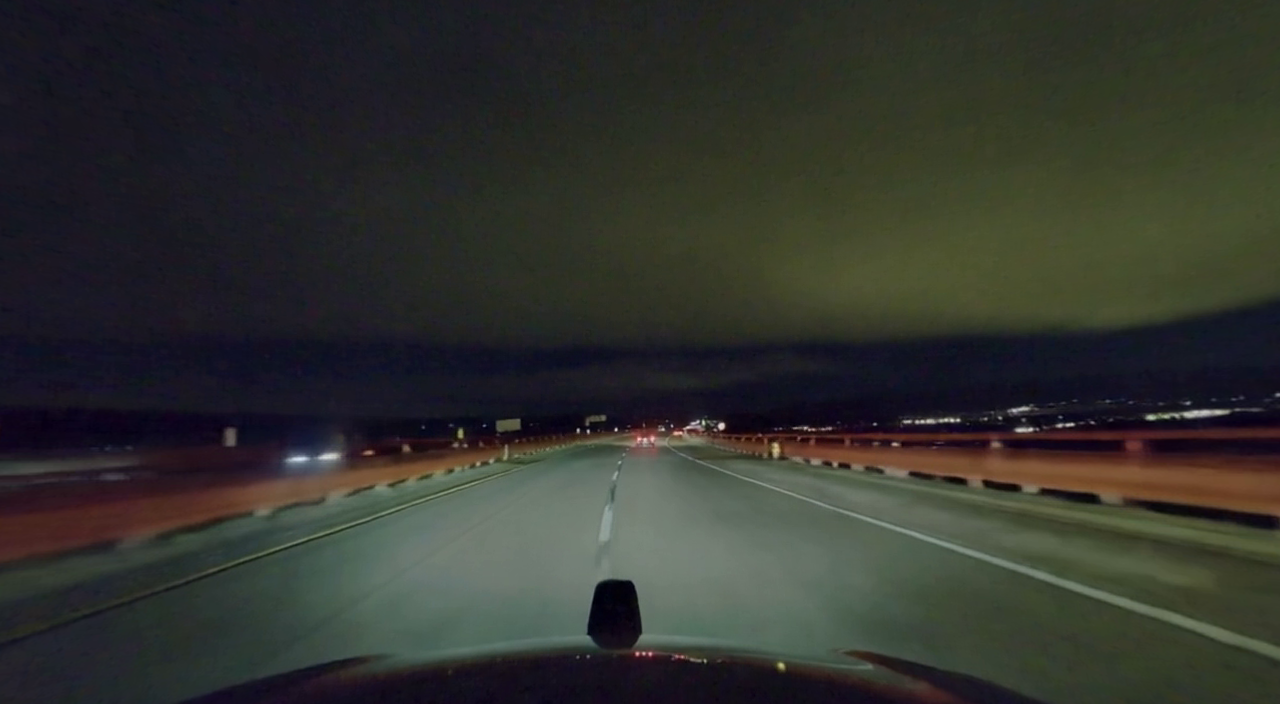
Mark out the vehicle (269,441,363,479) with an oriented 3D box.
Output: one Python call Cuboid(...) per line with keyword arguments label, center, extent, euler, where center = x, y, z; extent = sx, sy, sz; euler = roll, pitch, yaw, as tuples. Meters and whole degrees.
Cuboid(label="vehicle", center=(-14.346, 4.757, 28.146), extent=(1.917, 1.505, 4.399), euler=(0, -8, -1))
